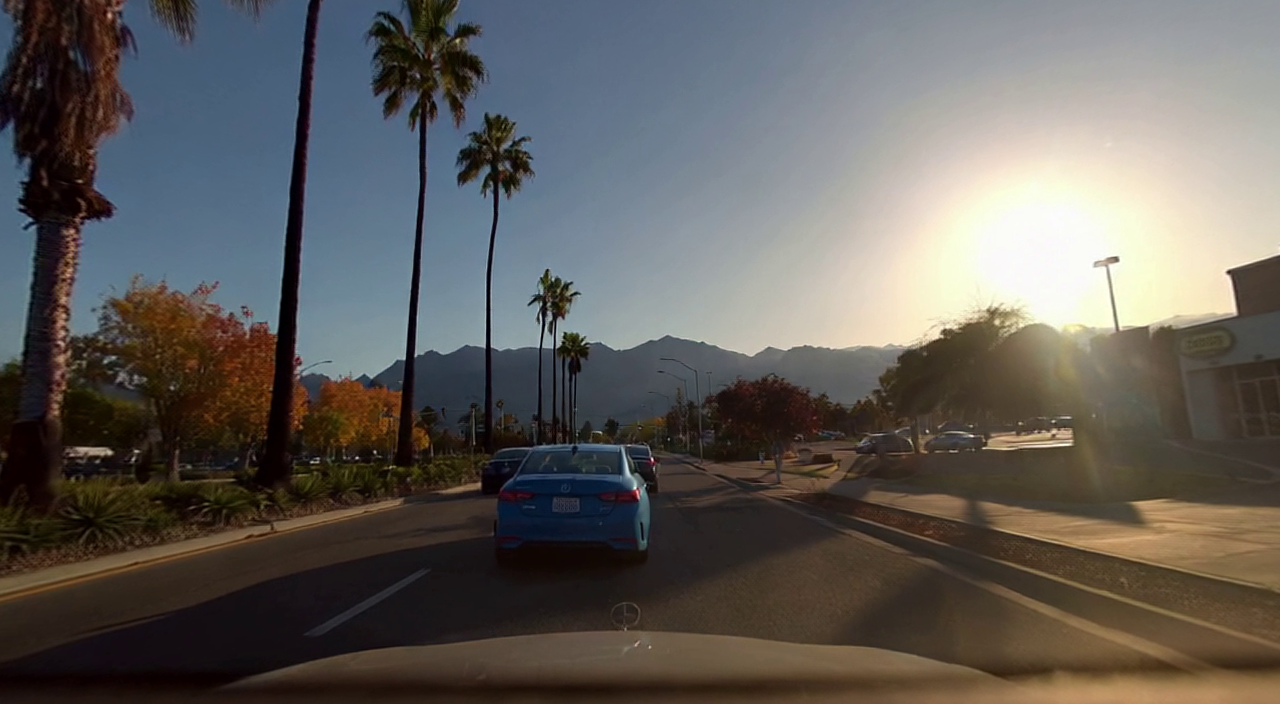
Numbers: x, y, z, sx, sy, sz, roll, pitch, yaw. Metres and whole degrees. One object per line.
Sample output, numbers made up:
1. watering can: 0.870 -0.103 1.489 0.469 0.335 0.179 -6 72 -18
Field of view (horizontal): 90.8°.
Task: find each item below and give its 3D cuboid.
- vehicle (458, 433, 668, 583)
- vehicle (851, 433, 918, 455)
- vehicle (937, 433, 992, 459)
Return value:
1. vehicle: -0.841 1.839 8.276 2.067 1.459 3.886 0 -8 -3
2. vehicle: 19.207 7.256 49.780 1.925 1.652 4.490 6 -10 -34
3. vehicle: 20.123 5.831 39.112 1.961 1.526 4.640 -7 -11 39
